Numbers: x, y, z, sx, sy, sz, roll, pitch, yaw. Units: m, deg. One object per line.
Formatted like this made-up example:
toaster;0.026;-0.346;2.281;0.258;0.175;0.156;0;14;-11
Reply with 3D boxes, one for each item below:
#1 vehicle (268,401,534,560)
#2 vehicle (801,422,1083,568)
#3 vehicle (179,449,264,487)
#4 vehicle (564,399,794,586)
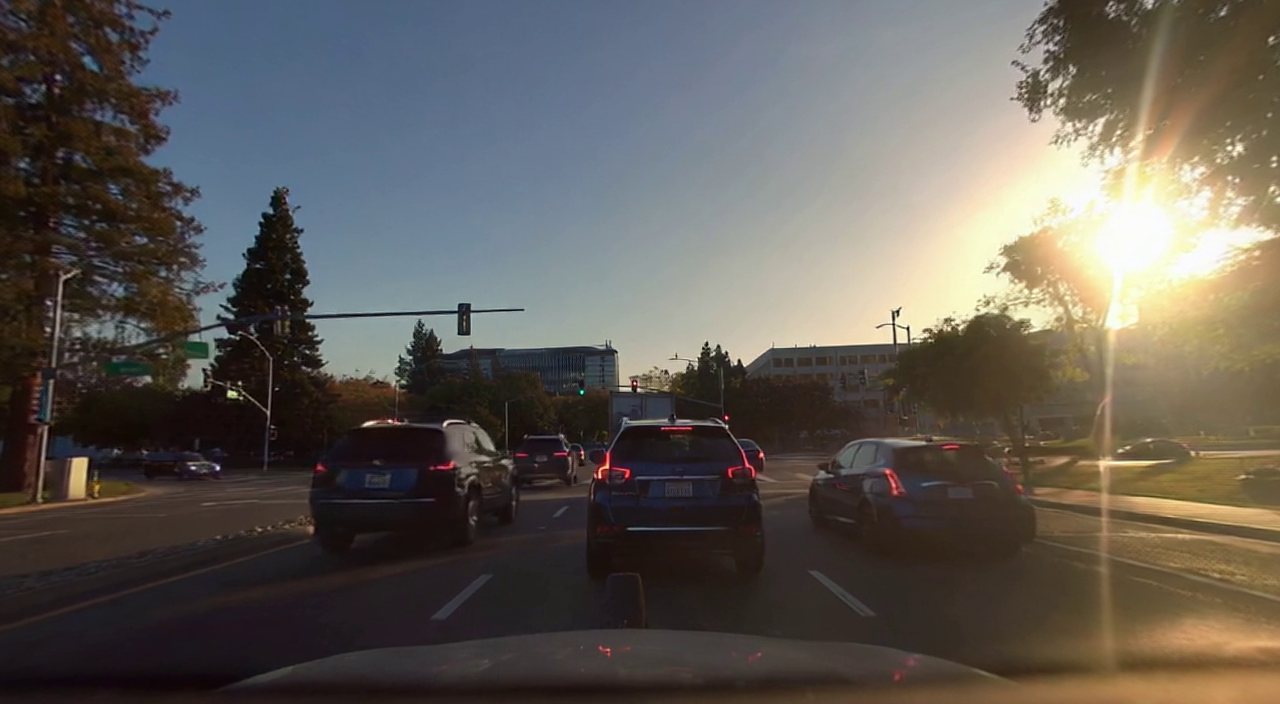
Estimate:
vehicle;-3.181;1.849;9.784;2.209;1.828;4.847;0;-9;0
vehicle;3.858;1.877;9.011;1.954;1.592;3.992;0;-8;-1
vehicle;-20.001;5.483;30.068;4.395;1.636;1.926;-7;-11;37
vehicle;0.376;1.661;8.229;2.172;1.764;4.338;0;-8;0
